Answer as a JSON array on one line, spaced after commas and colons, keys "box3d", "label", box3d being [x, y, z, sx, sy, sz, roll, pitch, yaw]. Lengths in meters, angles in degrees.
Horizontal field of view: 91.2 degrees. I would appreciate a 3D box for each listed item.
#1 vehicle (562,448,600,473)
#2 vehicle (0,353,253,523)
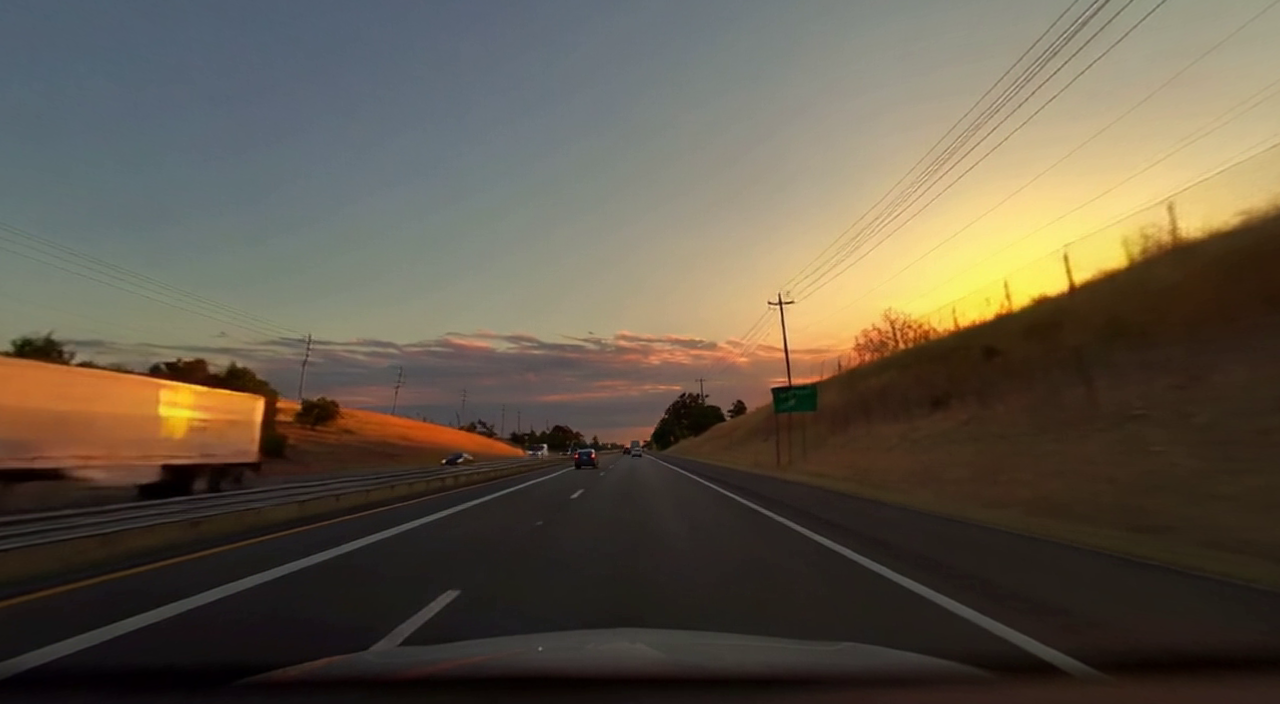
[{"box3d": [-3.836, 7.150, 41.582, 2.123, 1.545, 4.404, 0, -9, 0], "label": "vehicle"}, {"box3d": [-16.929, 2.520, 17.916, 2.879, 4.041, 14.093, 0, -9, -1], "label": "vehicle"}]
